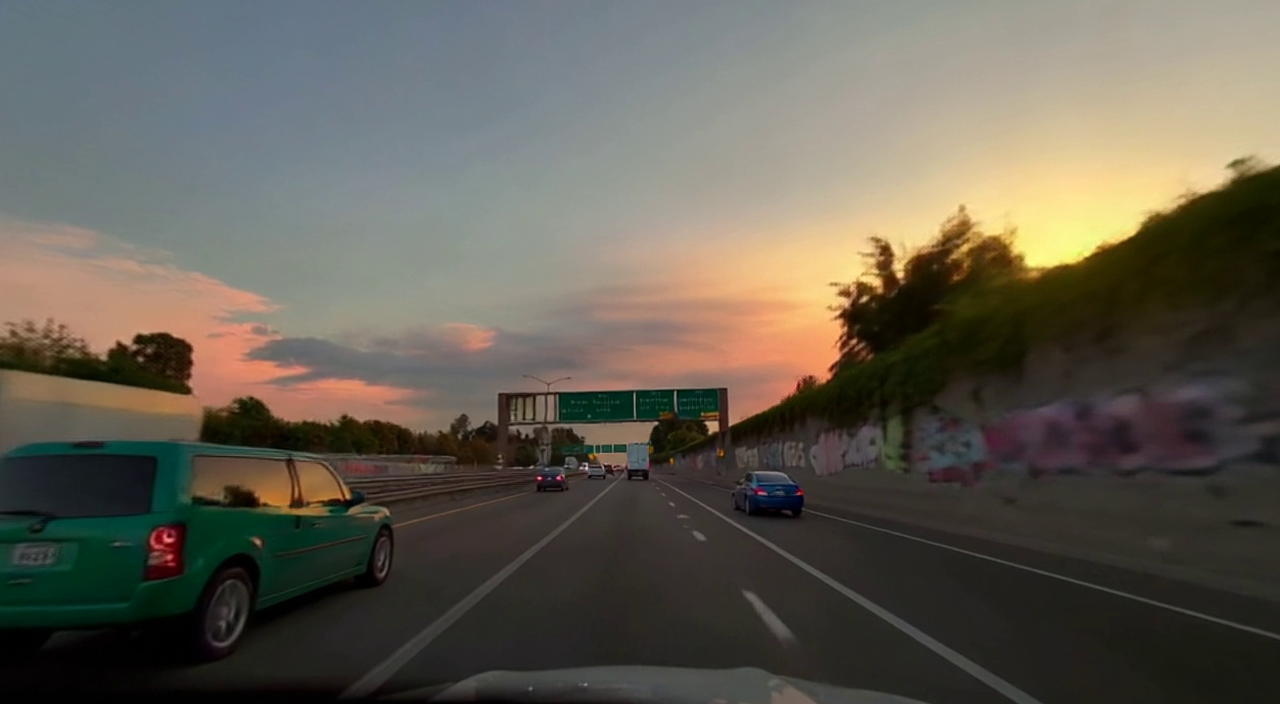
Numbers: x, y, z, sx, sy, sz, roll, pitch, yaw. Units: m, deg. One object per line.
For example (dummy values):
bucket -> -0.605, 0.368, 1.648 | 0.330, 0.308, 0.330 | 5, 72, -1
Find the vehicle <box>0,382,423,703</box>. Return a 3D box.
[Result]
vehicle -> -3.491, 1.322, 4.822 | 2.004, 1.610, 4.508 | 1, -10, 0

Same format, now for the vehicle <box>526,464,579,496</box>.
vehicle -> -4.248, 6.275, 31.144 | 2.054, 1.443, 4.131 | 1, -10, -1

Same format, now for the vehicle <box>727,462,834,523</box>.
vehicle -> 3.758, 3.866, 17.686 | 1.917, 1.458, 4.199 | 1, -10, -2
